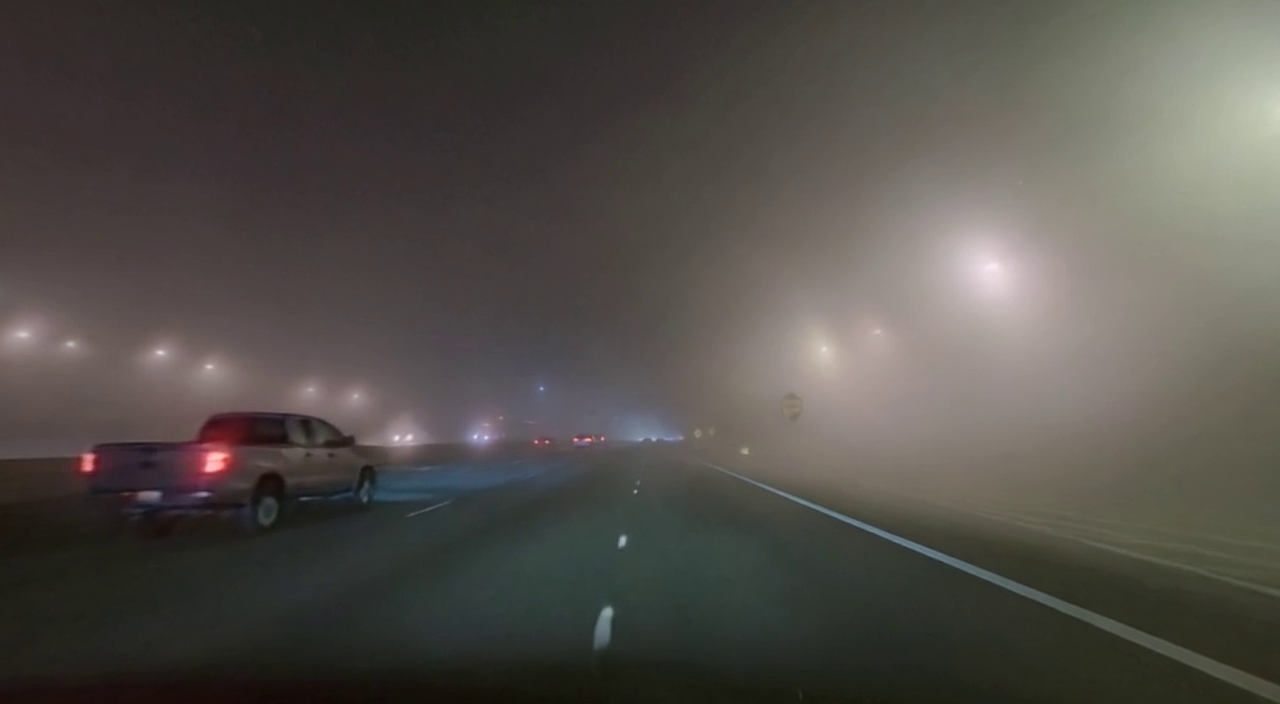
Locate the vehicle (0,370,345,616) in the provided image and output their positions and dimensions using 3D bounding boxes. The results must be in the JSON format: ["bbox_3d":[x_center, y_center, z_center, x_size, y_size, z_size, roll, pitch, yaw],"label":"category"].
[{"bbox_3d":[-5.520,1.340,6.992,2.119,1.787,4.655,0,-8,1],"label":"vehicle"}]
